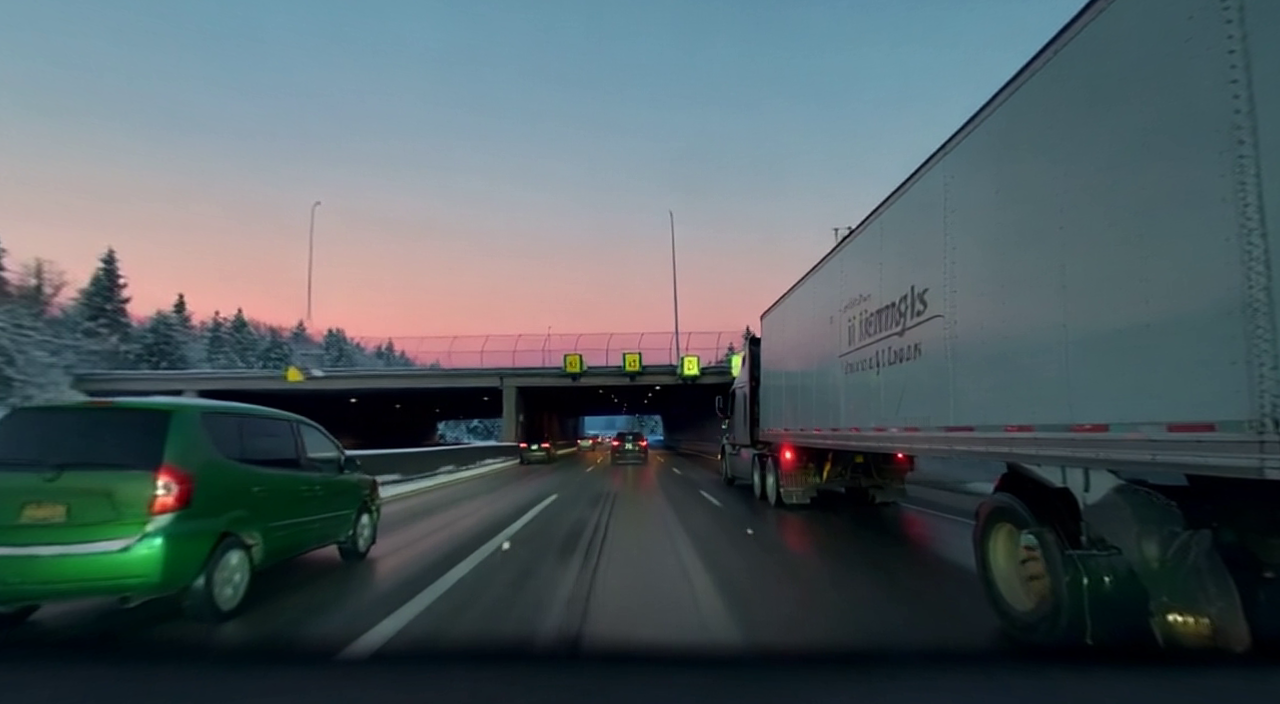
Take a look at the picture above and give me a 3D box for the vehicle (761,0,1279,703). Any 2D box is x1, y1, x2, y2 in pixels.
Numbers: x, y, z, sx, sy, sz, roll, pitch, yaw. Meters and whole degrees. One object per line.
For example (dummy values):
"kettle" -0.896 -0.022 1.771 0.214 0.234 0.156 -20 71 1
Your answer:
"vehicle" 3.998 0.023 5.529 2.842 4.108 14.081 0 -8 -1

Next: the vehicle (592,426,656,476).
"vehicle" -0.539 3.466 22.303 2.094 1.600 3.666 0 -8 -1

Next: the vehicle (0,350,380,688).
"vehicle" -3.452 1.021 4.655 1.826 1.695 2.870 0 -8 -1

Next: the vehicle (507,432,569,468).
"vehicle" -4.353 4.257 27.689 2.019 1.435 4.317 0 -8 0
